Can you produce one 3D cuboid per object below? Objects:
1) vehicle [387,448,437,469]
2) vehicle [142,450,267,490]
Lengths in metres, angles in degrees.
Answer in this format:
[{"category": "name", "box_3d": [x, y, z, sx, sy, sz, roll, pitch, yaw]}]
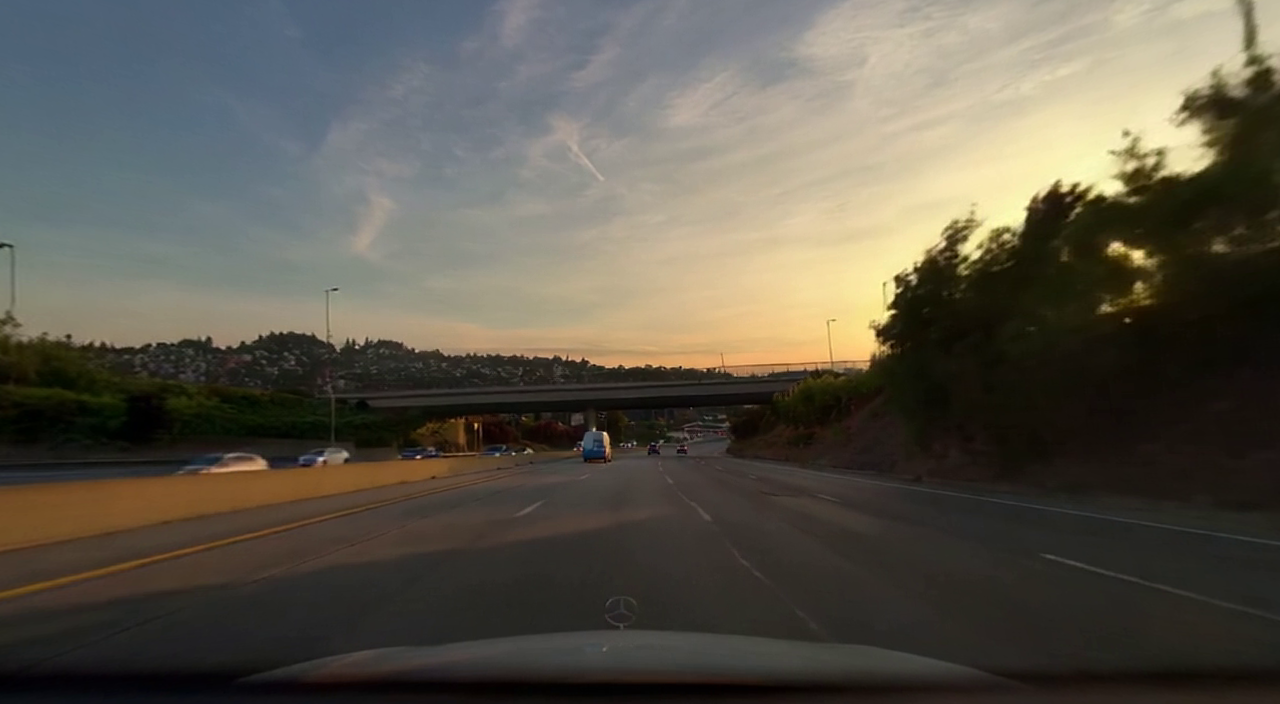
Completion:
[{"category": "vehicle", "box_3d": [-17.263, 8.087, 48.020, 1.905, 1.474, 4.495, -1, -8, 3]}, {"category": "vehicle", "box_3d": [-17.976, 4.857, 26.395, 1.969, 1.480, 4.473, 0, -8, 1]}]
